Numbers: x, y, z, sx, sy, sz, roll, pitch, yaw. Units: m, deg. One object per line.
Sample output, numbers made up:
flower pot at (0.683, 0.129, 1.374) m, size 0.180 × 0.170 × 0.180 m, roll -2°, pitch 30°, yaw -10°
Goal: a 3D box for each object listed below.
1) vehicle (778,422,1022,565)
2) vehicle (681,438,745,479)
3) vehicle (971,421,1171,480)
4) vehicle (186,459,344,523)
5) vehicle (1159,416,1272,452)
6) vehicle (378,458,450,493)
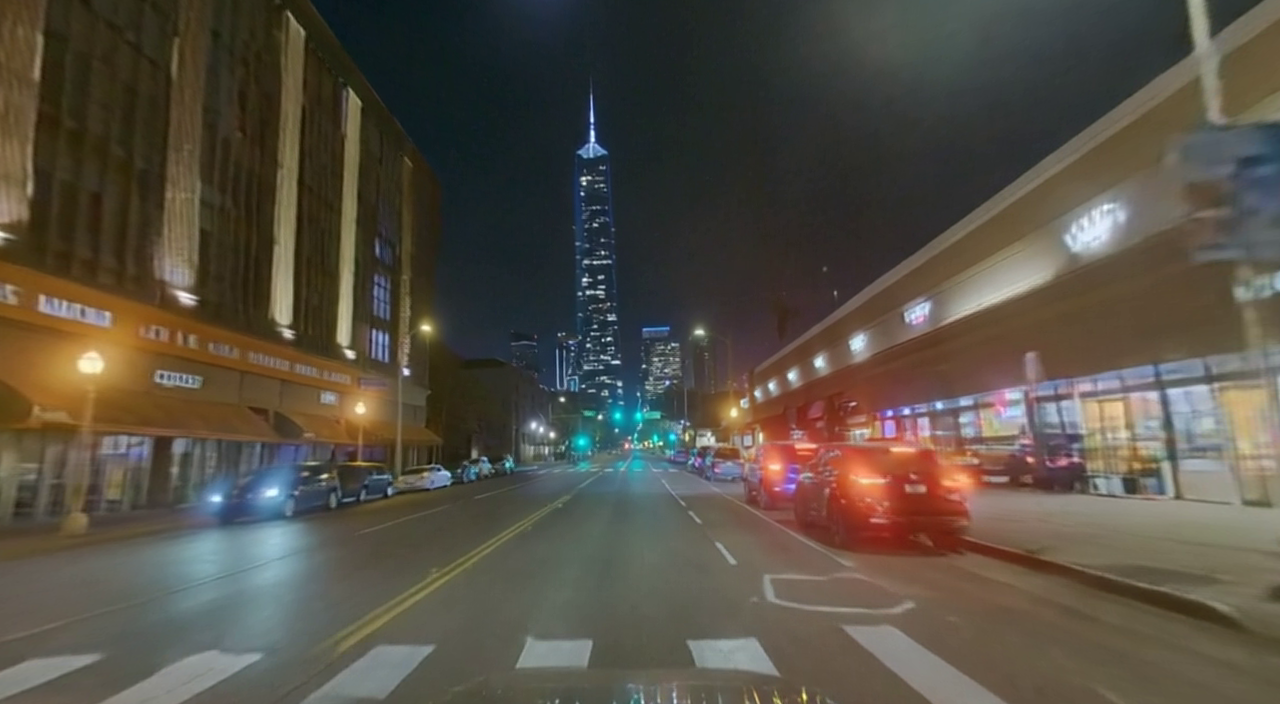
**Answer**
vehicle at (3.866, 2.179, 10.652) m, size 2.118 × 1.779 × 5.121 m, roll -1°, pitch -8°, yaw 3°
vehicle at (3.644, 5.485, 32.812) m, size 2.492 × 1.909 × 5.830 m, roll 0°, pitch -8°, yaw -1°
vehicle at (13.615, 3.155, 20.258) m, size 4.732 × 1.746 × 2.141 m, roll -1°, pitch -8°, yaw 3°
vehicle at (-10.897, 4.036, 18.831) m, size 2.018 × 1.553 × 4.407 m, roll 0°, pitch -8°, yaw -1°
vehicle at (27.069, 3.849, 29.789) m, size 3.666 × 1.448 × 1.639 m, roll -3°, pitch -6°, yaw 1°
vehicle at (-10.850, 5.943, 30.751) m, size 1.861 × 1.473 × 4.633 m, roll 0°, pitch -8°, yaw -1°
